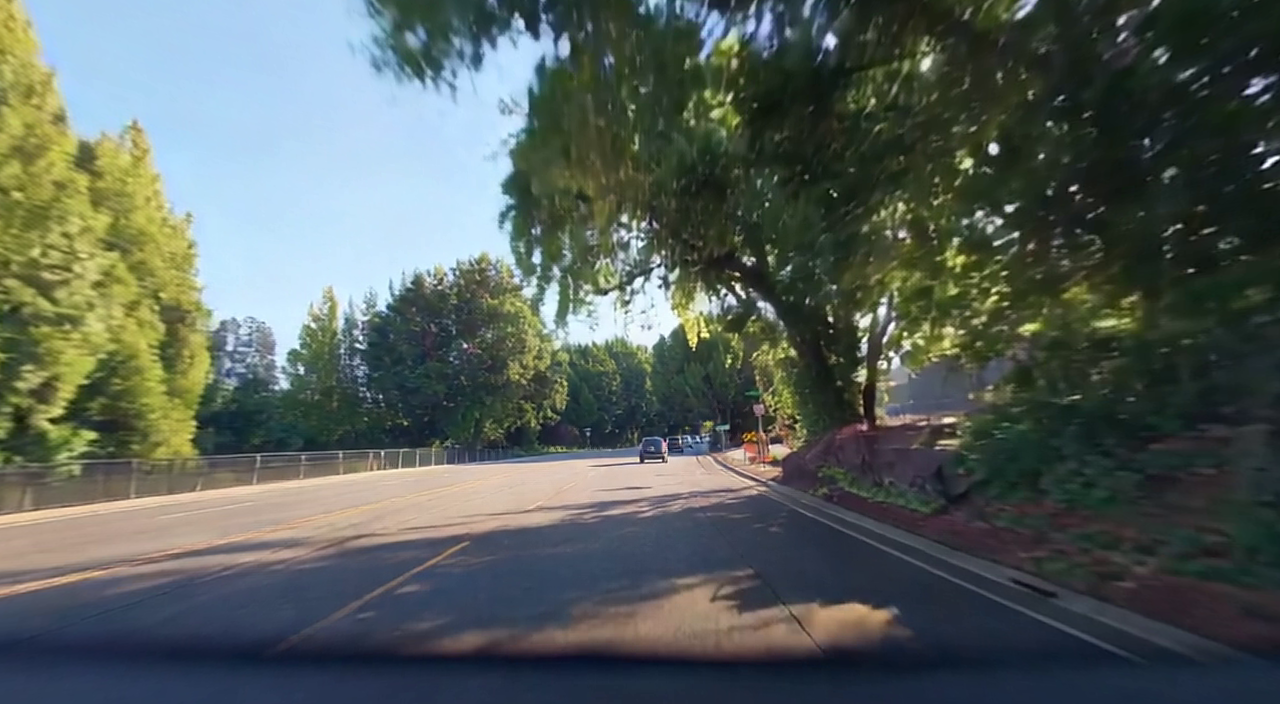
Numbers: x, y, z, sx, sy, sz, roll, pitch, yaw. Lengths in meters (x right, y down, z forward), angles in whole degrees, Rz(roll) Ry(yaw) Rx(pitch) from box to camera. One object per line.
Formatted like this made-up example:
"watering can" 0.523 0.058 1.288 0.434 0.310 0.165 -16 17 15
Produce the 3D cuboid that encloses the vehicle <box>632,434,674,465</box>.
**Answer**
"vehicle" 0.859 5.811 37.611 2.294 1.708 4.110 -1 -9 4
